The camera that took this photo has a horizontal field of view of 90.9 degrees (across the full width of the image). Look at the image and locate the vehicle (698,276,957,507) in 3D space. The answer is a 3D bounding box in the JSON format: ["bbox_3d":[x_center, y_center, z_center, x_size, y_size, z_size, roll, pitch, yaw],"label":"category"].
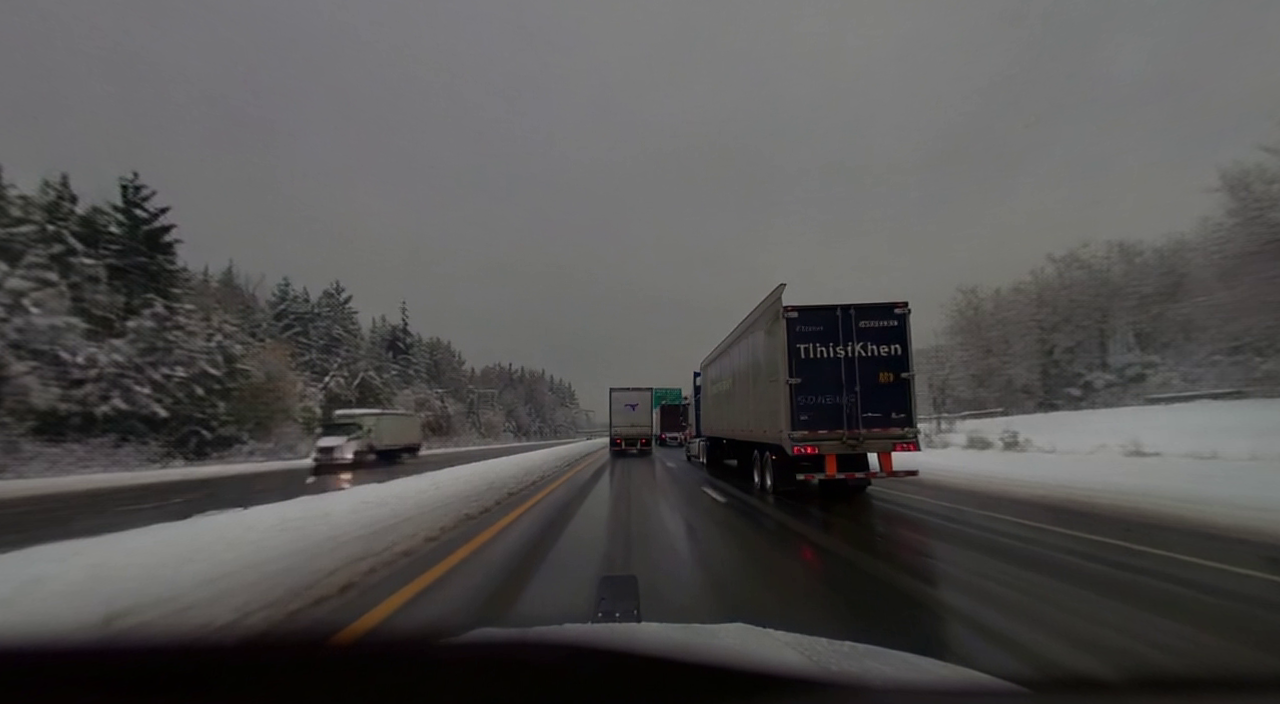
[{"bbox_3d":[3.988,1.637,18.502,2.856,4.145,14.500,0,-8,-1],"label":"vehicle"}]

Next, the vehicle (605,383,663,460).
[{"bbox_3d":[-0.370,4.254,37.588,2.958,3.917,10.196,0,-8,-1],"label":"vehicle"}]

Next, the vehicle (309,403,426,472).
[{"bbox_3d":[-13.099,4.211,31.033,2.765,2.984,6.749,0,-8,0],"label":"vehicle"}]
